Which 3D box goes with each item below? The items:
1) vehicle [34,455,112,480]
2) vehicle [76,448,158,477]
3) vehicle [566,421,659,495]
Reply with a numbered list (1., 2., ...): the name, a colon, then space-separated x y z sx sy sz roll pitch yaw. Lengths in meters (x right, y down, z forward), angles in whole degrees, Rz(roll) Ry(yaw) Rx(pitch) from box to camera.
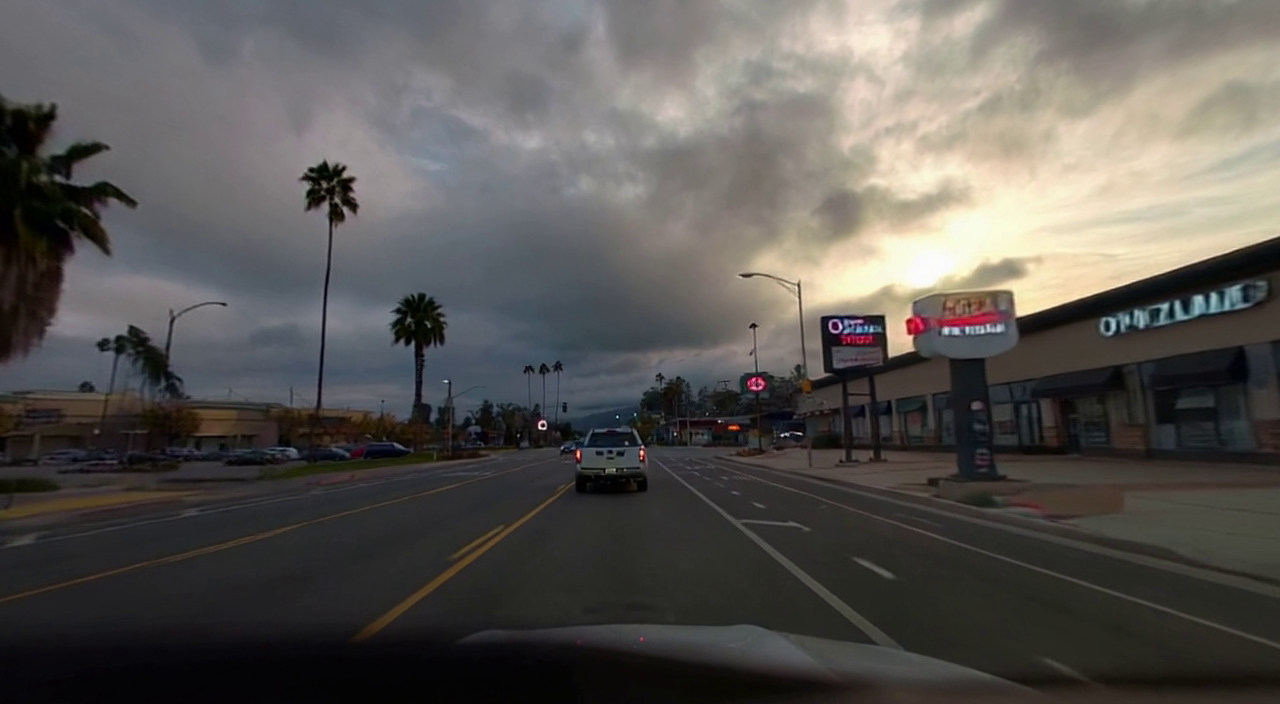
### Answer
1. vehicle: -37.660 7.671 41.926 1.685 1.466 3.858 0 -8 -3
2. vehicle: -34.835 7.335 42.075 2.013 1.785 4.331 1 -8 -5
3. vehicle: -0.691 2.854 17.287 2.239 1.763 4.096 0 -8 -1
